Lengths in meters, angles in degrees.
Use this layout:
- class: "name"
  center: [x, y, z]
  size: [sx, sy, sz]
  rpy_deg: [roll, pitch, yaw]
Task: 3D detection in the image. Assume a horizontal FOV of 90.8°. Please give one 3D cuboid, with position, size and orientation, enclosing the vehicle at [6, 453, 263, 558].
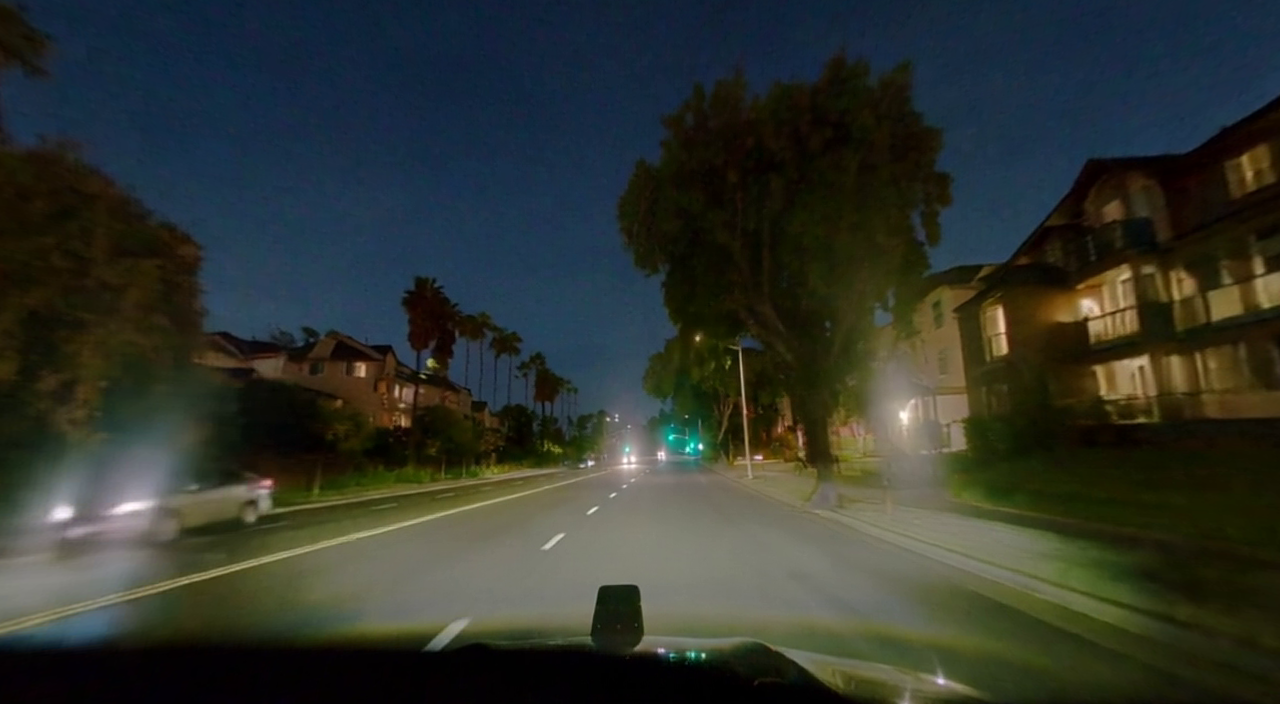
- class: "vehicle"
  center: [-10.819, 3.241, 14.112]
  size: [2.001, 1.725, 4.504]
  rpy_deg: [-5, -9, 1]
